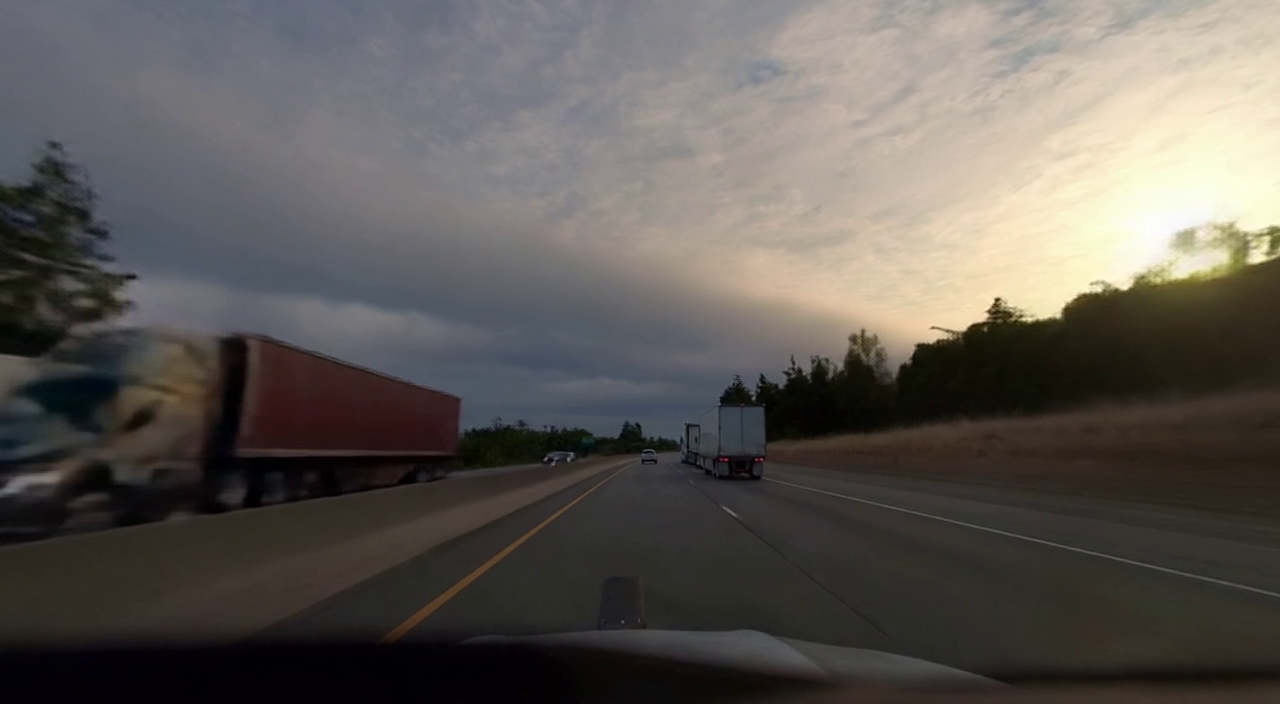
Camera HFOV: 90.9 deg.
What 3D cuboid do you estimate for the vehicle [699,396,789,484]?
[{"bbox_3d":[4.764,4.496,31.541,2.866,3.558,11.674,0,-9,2],"label":"vehicle"}]

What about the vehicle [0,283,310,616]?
[{"bbox_3d":[-8.653,1.541,10.418,3.016,3.937,5.836,0,-9,0],"label":"vehicle"}]
